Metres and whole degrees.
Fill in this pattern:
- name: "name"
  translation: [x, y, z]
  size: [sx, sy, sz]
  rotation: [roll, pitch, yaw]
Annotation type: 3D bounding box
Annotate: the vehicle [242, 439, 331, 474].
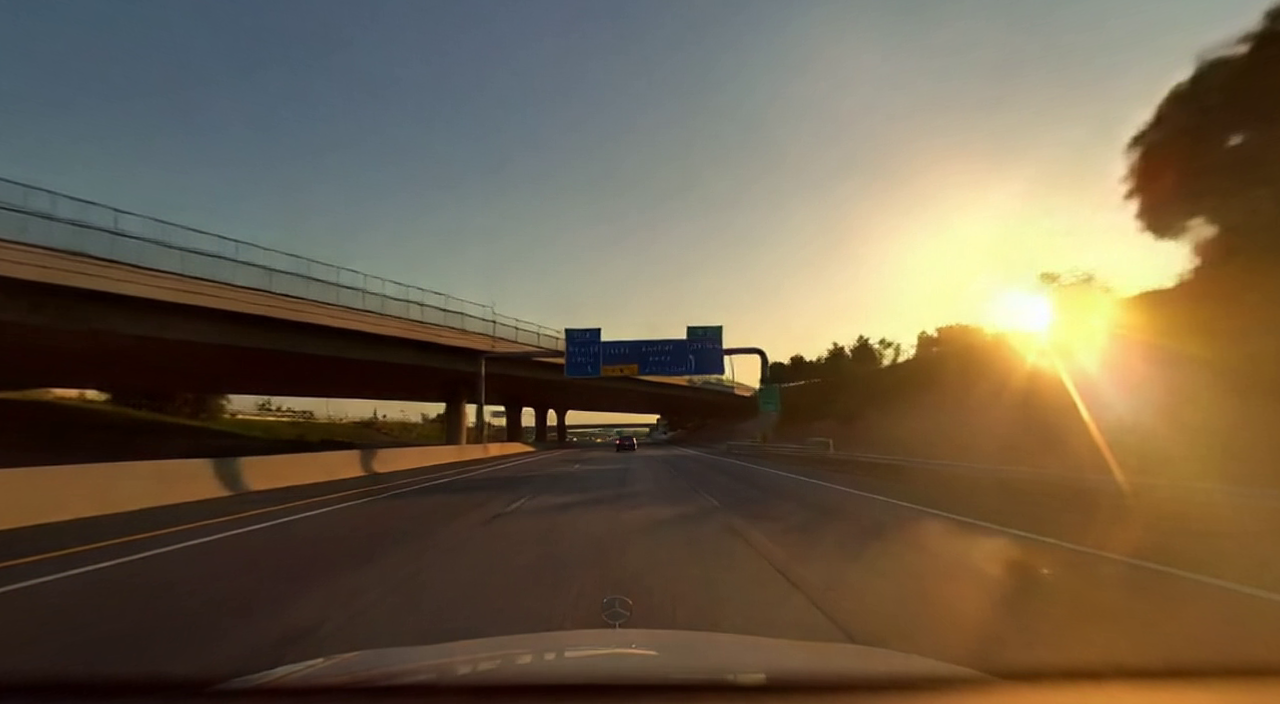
- name: "vehicle"
  translation: [-17.468, 5.162, 31.436]
  size: [2.024, 1.571, 4.254]
  rotation: [0, -8, -1]
